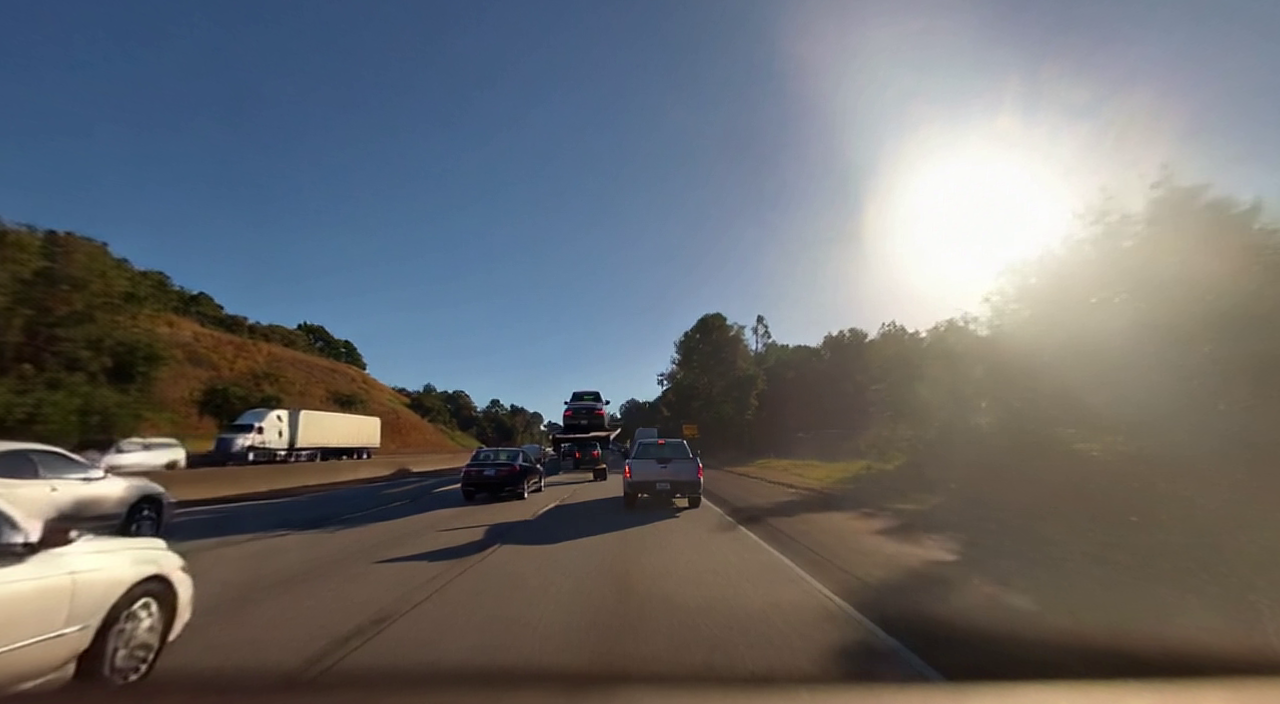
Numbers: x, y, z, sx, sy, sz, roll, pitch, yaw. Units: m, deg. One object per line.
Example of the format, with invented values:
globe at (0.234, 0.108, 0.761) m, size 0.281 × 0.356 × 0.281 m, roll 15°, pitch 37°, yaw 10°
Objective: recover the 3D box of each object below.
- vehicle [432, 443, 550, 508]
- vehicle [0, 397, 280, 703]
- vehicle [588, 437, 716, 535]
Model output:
vehicle at (-3.760, 3.210, 16.840) m, size 1.947 × 1.470 × 4.526 m, roll 0°, pitch -9°, yaw 1°
vehicle at (-3.369, 0.892, 2.071) m, size 2.149 × 1.497 × 3.753 m, roll 0°, pitch -9°, yaw 0°
vehicle at (0.176, 2.357, 11.593) m, size 1.991 × 1.507 × 3.391 m, roll 0°, pitch -9°, yaw 0°
